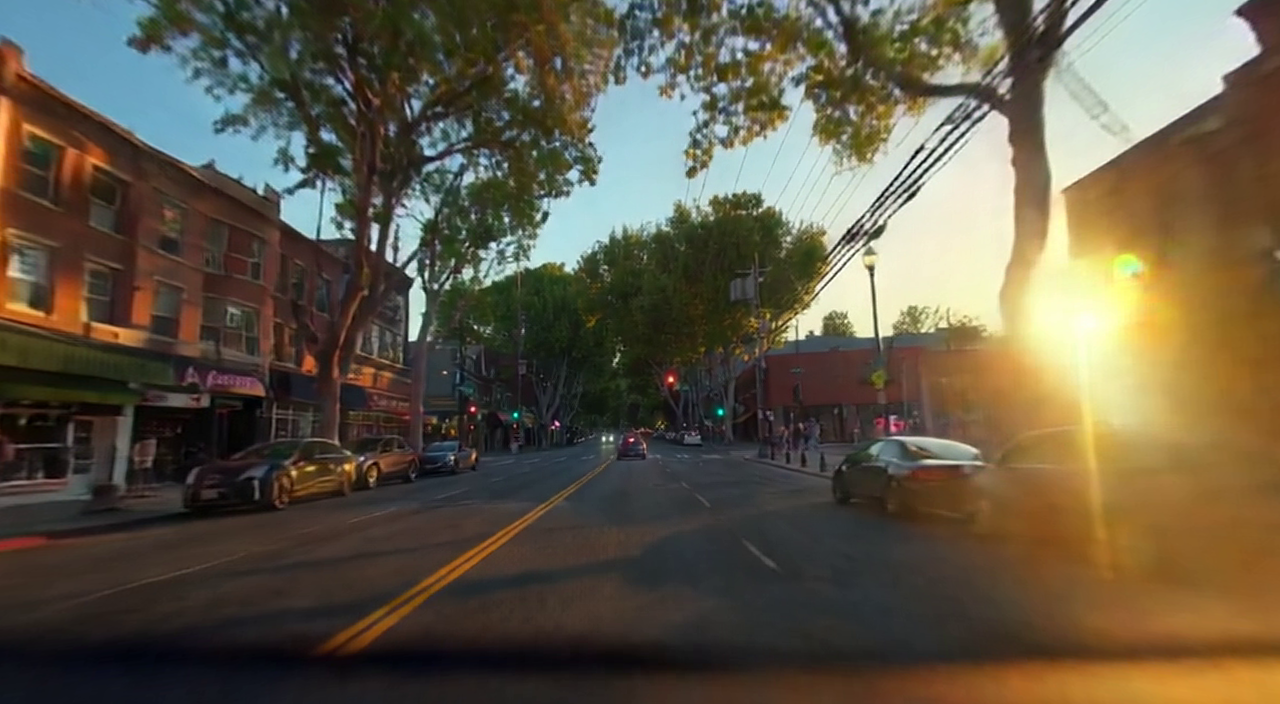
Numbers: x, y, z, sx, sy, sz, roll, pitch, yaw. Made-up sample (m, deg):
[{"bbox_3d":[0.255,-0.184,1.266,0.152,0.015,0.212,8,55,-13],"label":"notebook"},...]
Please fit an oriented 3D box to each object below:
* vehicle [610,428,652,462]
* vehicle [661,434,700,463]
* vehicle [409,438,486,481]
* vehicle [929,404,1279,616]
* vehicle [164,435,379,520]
[{"bbox_3d":[-0.522,5.524,37.414,2.301,1.854,4.919,0,-8,0],"label":"vehicle"},{"bbox_3d":[2.343,5.682,37.329,1.998,1.580,4.015,0,-8,-1],"label":"vehicle"},{"bbox_3d":[-9.738,5.478,32.600,2.048,1.985,6.011,0,-8,0],"label":"vehicle"},{"bbox_3d":[5.851,1.646,7.815,2.070,1.761,4.848,0,-8,-2],"label":"vehicle"},{"bbox_3d":[-9.442,3.254,17.021,2.305,1.883,5.580,0,-9,1],"label":"vehicle"}]
